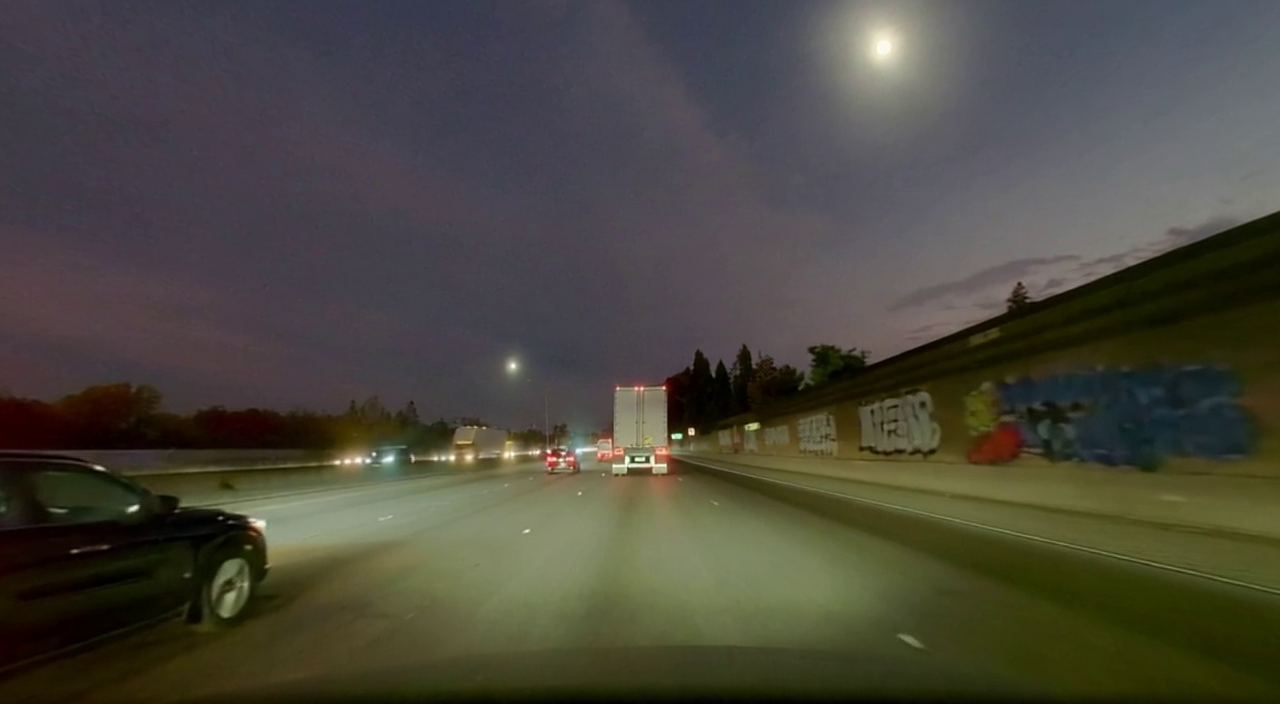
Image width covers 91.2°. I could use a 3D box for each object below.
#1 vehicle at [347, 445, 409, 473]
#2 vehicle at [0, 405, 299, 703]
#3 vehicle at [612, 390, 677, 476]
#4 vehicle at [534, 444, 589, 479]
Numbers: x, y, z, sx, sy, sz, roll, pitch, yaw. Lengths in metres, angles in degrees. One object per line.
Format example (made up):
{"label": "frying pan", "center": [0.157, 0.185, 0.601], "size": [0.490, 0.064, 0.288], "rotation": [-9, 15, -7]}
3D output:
{"label": "vehicle", "center": [-17.664, 7.253, 42.541], "size": [2.034, 1.757, 4.730], "rotation": [-1, -9, 2]}
{"label": "vehicle", "center": [-3.826, 1.052, 3.127], "size": [1.936, 1.500, 4.055], "rotation": [0, -9, 0]}
{"label": "vehicle", "center": [0.115, 4.637, 34.851], "size": [3.042, 4.023, 10.832], "rotation": [0, -9, -1]}
{"label": "vehicle", "center": [-3.726, 5.284, 30.365], "size": [2.158, 1.538, 4.047], "rotation": [0, -9, 0]}
